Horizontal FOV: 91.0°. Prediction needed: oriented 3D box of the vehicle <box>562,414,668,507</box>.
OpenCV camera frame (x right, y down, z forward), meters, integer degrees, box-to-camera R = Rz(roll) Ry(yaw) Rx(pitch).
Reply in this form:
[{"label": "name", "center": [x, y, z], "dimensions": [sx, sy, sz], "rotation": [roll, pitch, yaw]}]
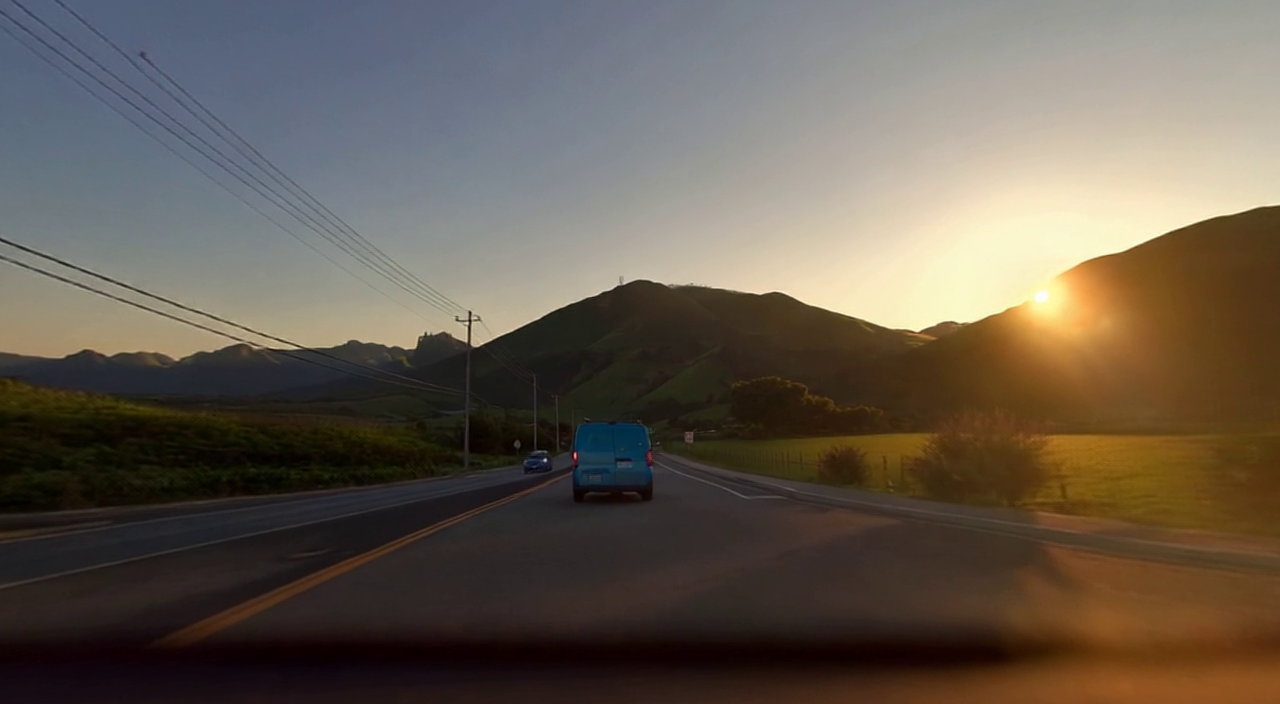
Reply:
[{"label": "vehicle", "center": [-0.668, 2.884, 17.006], "dimensions": [2.454, 2.144, 4.535], "rotation": [0, -9, -2]}]
